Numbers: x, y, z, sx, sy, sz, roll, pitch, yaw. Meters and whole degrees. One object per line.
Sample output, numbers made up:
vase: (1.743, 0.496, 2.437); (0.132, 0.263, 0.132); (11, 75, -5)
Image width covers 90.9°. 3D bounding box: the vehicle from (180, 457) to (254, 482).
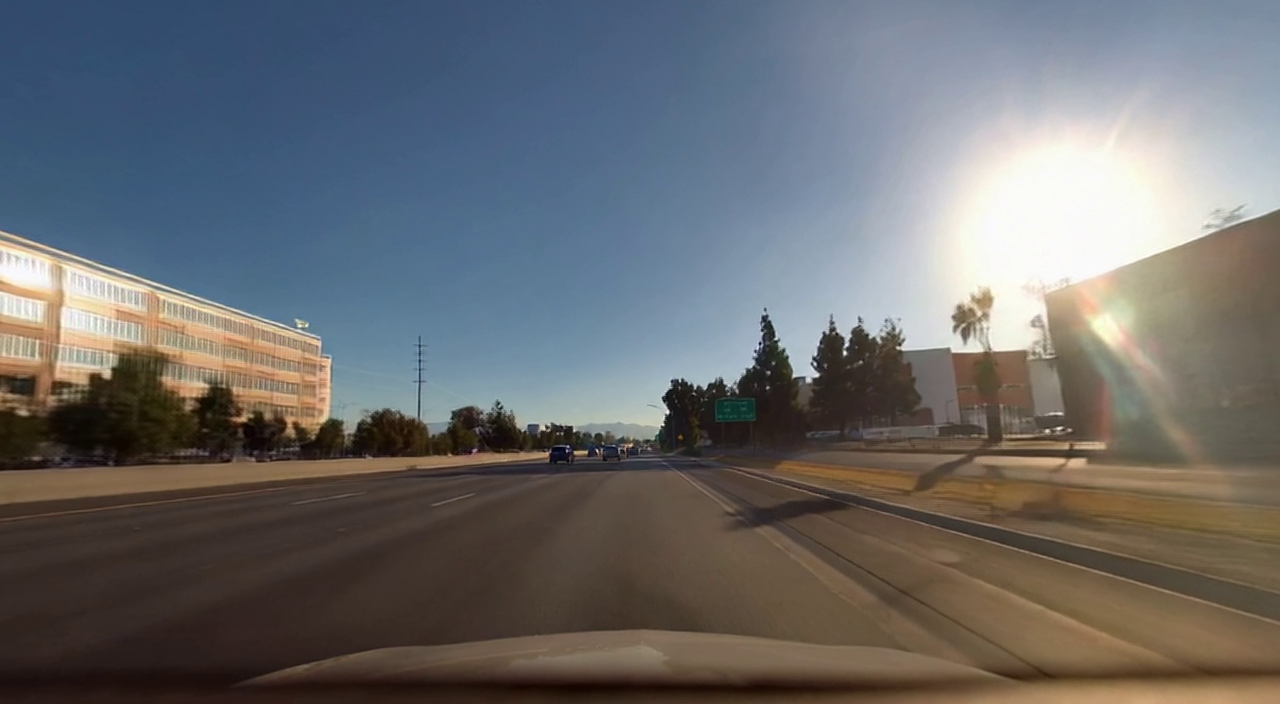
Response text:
vehicle: (-28.313, 7.857, 42.393); (1.790, 1.436, 4.611); (0, -9, 1)
